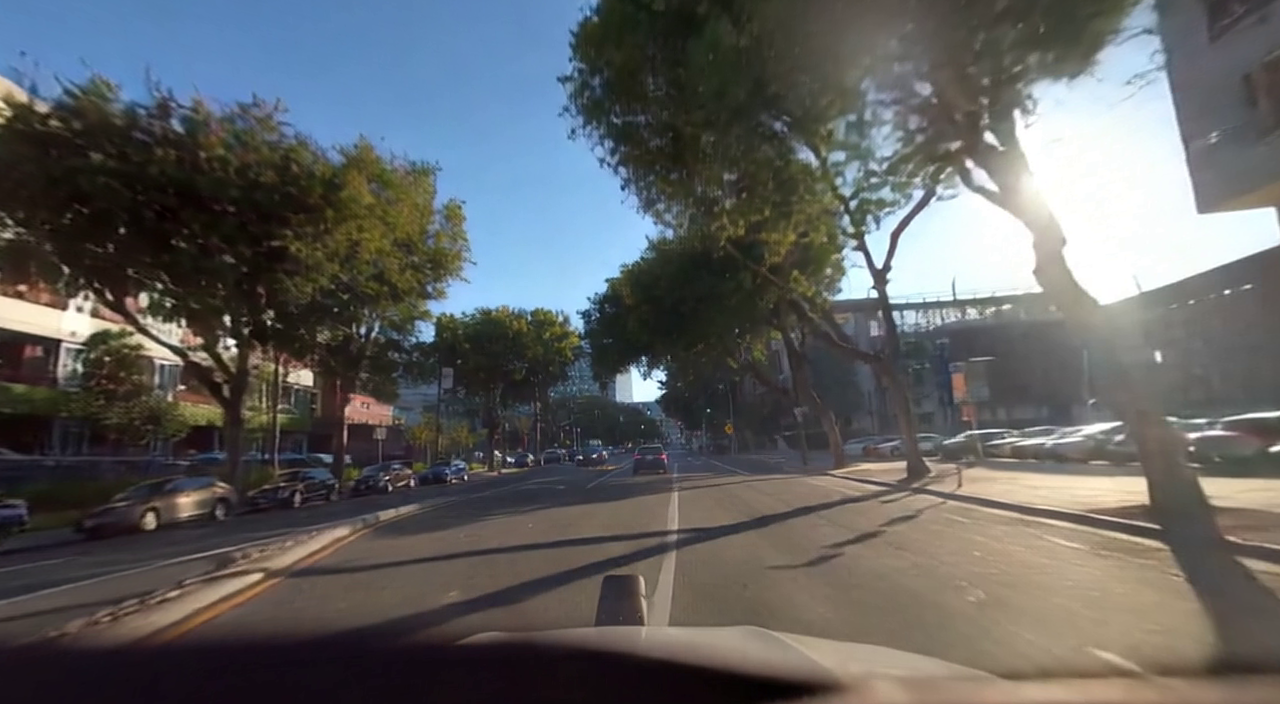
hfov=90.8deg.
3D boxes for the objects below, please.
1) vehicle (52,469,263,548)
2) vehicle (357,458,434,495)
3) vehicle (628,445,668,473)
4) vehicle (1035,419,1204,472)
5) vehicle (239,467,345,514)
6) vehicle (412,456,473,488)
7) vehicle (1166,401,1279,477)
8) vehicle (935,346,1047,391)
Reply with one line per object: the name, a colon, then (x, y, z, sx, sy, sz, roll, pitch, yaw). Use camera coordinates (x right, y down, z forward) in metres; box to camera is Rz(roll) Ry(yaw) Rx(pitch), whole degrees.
vehicle: (-12.932, 4.173, 17.422, 1.984, 1.635, 4.525, -4, -9, 5)
vehicle: (-12.263, 6.242, 31.975, 1.997, 1.668, 4.084, -1, -8, 5)
vehicle: (0.507, 5.996, 35.540, 2.051, 1.454, 4.132, -1, -8, 3)
vehicle: (14.505, 2.857, 19.295, 3.556, 1.414, 1.851, -2, -9, 2)
vehicle: (-12.721, 5.044, 23.367, 1.646, 1.462, 3.740, 0, -8, 2)
vehicle: (-11.871, 7.220, 38.334, 2.016, 1.627, 4.742, -2, -8, 3)
vehicle: (15.241, 1.792, 14.119, 4.750, 1.519, 2.276, -5, -9, 2)
vehicle: (15.402, 0.761, 27.877, 3.766, 1.708, 1.810, -1, -10, 6)
